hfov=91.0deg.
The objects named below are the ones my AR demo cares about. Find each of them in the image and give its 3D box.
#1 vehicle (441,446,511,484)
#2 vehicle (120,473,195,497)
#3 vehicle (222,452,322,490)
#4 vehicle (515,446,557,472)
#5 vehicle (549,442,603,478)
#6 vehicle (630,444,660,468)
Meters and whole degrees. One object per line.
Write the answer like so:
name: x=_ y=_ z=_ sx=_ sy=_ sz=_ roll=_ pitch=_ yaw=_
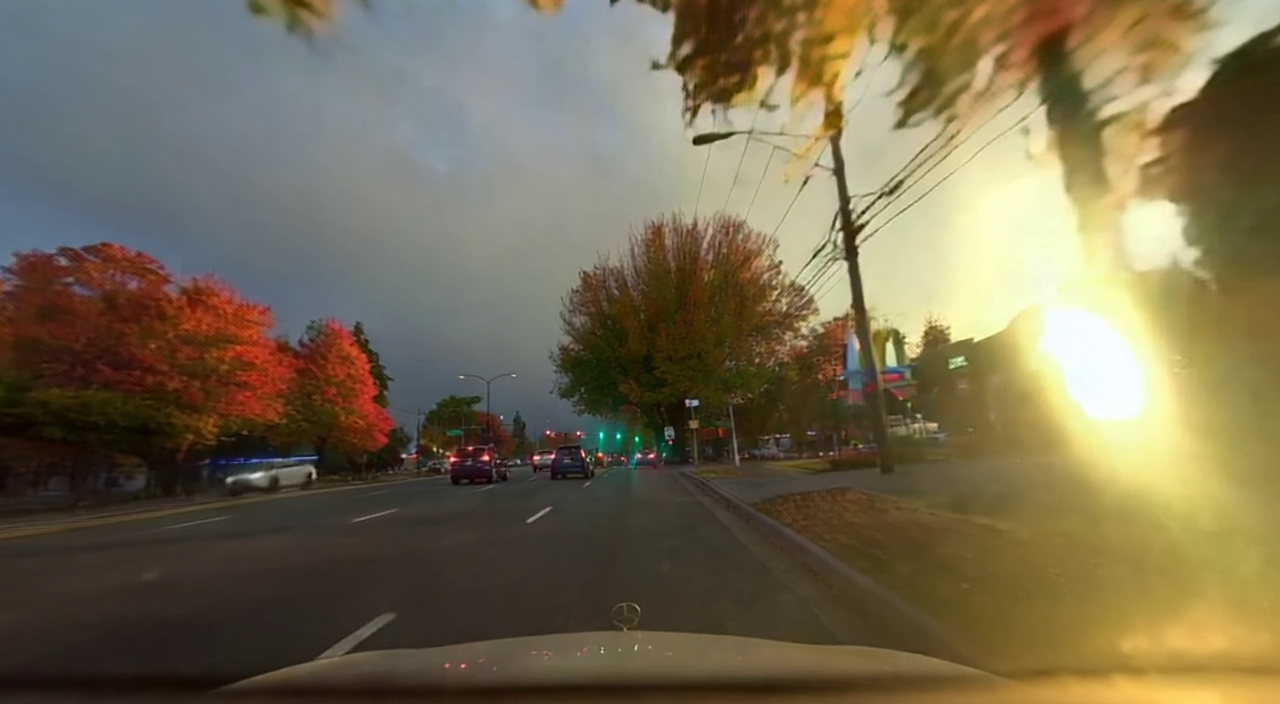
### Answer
vehicle: x=-7.430 y=5.135 z=28.988 sx=1.932 sy=1.596 sz=4.247 roll=0 pitch=-9 yaw=1
vehicle: x=-38.116 y=10.512 z=49.858 sx=4.524 sy=1.680 sz=1.965 roll=7 pitch=-11 yaw=-36
vehicle: x=-21.543 y=6.953 z=37.240 sx=2.288 sy=2.026 sz=5.649 roll=0 pitch=-9 yaw=3
vehicle: x=-7.338 y=7.591 z=44.740 sx=2.069 sy=1.719 sz=4.441 roll=0 pitch=-9 yaw=2
vehicle: x=-3.124 y=5.406 z=31.844 sx=2.165 sy=1.663 sz=4.513 roll=0 pitch=-9 yaw=1
vehicle: x=0.324 y=7.639 z=46.394 sx=2.144 sy=1.704 sz=4.028 roll=1 pitch=-9 yaw=-1
